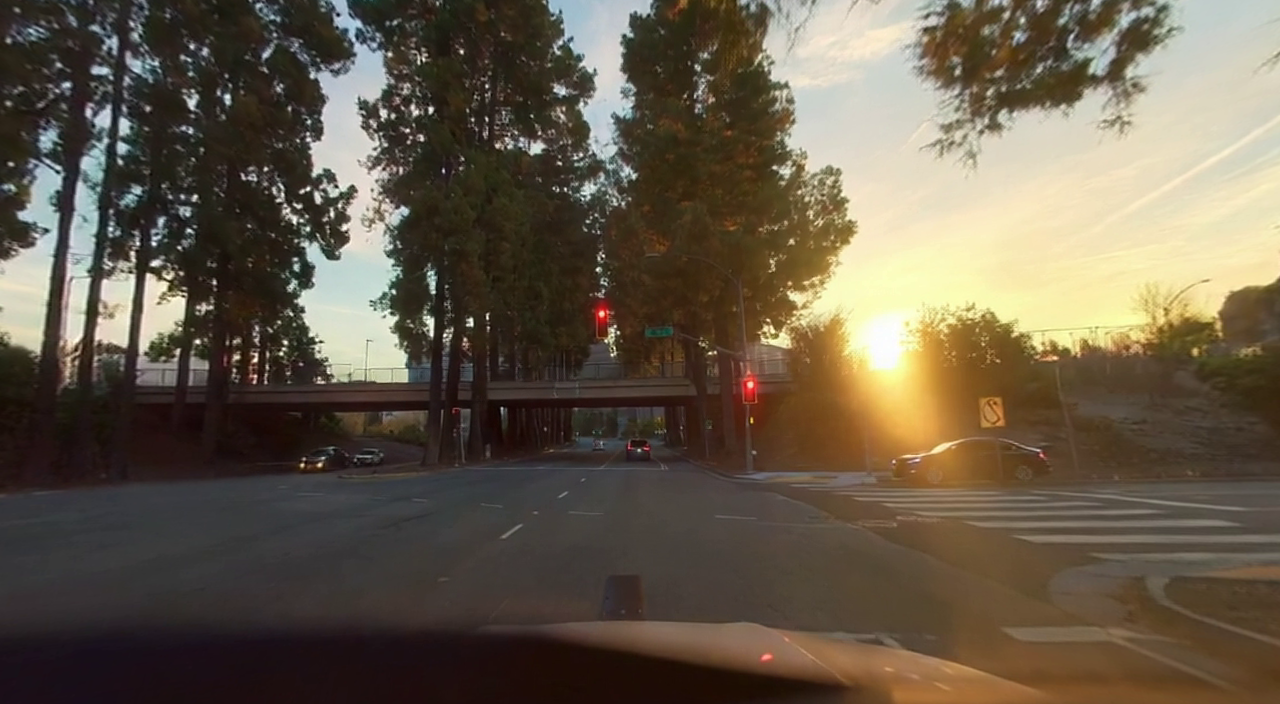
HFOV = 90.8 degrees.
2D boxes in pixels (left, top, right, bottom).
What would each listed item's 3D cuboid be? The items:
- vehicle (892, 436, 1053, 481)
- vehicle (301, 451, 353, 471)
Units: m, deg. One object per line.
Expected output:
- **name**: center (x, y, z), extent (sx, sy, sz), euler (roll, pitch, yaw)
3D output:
- **vehicle**: center (11.517, 3.680, 22.041), extent (4.691, 1.466, 1.800), euler (1, -9, -7)
- **vehicle**: center (-24.072, 8.371, 48.727), extent (1.834, 1.482, 4.310), euler (0, -9, -1)
